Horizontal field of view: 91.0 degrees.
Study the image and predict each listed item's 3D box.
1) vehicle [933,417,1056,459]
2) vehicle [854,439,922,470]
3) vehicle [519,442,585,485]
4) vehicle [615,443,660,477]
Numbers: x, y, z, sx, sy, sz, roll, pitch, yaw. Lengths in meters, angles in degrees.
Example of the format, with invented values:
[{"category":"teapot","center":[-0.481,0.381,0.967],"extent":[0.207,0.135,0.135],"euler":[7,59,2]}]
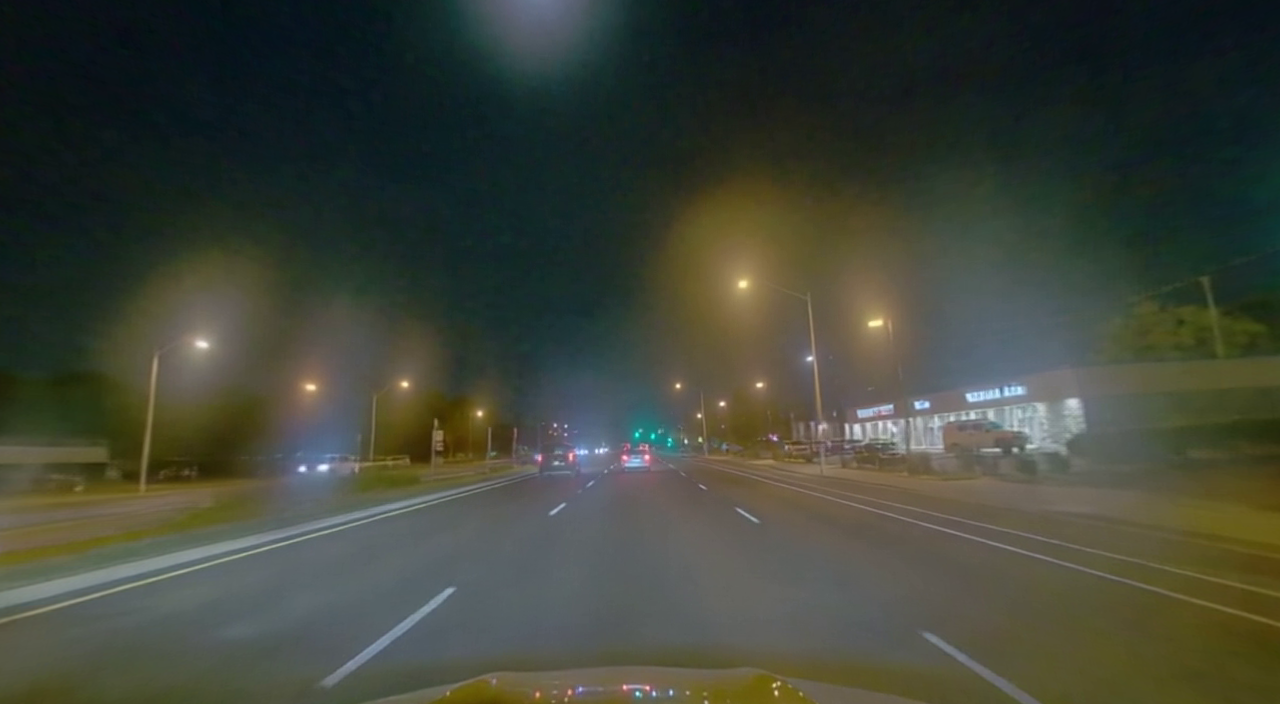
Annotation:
[{"category":"vehicle","center":[19.902,4.917,35.648],"extent":[5.511,2.262,2.351],"euler":[-2,-9,14]},{"category":"vehicle","center":[13.264,5.505,33.992],"extent":[1.914,1.523,4.747],"euler":[0,-9,2]},{"category":"vehicle","center":[-3.325,4.322,24.669],"extent":[1.939,1.496,4.309],"euler":[0,-9,0]},{"category":"vehicle","center":[-0.124,5.115,30.024],"extent":[2.019,1.459,4.005],"euler":[0,-9,0]}]
